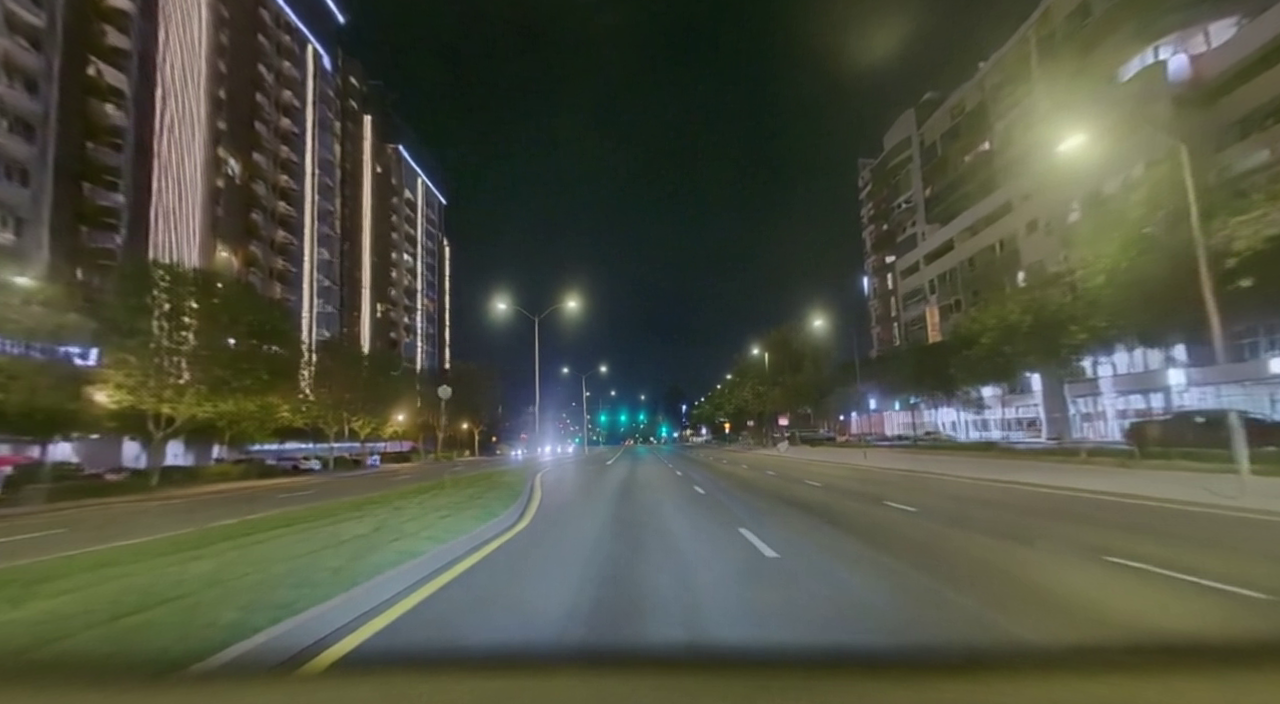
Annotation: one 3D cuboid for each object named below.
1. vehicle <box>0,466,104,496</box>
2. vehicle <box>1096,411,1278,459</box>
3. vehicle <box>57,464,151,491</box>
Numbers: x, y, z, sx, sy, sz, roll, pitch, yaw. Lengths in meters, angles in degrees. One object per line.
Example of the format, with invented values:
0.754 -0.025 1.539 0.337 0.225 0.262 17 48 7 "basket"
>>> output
-30.306 6.618 32.571 3.705 1.403 1.762 -1 -8 2 "vehicle"
20.130 3.107 23.442 4.745 1.675 2.096 0 -8 0 "vehicle"
-29.717 6.955 35.084 3.603 1.373 1.712 0 -8 0 "vehicle"
